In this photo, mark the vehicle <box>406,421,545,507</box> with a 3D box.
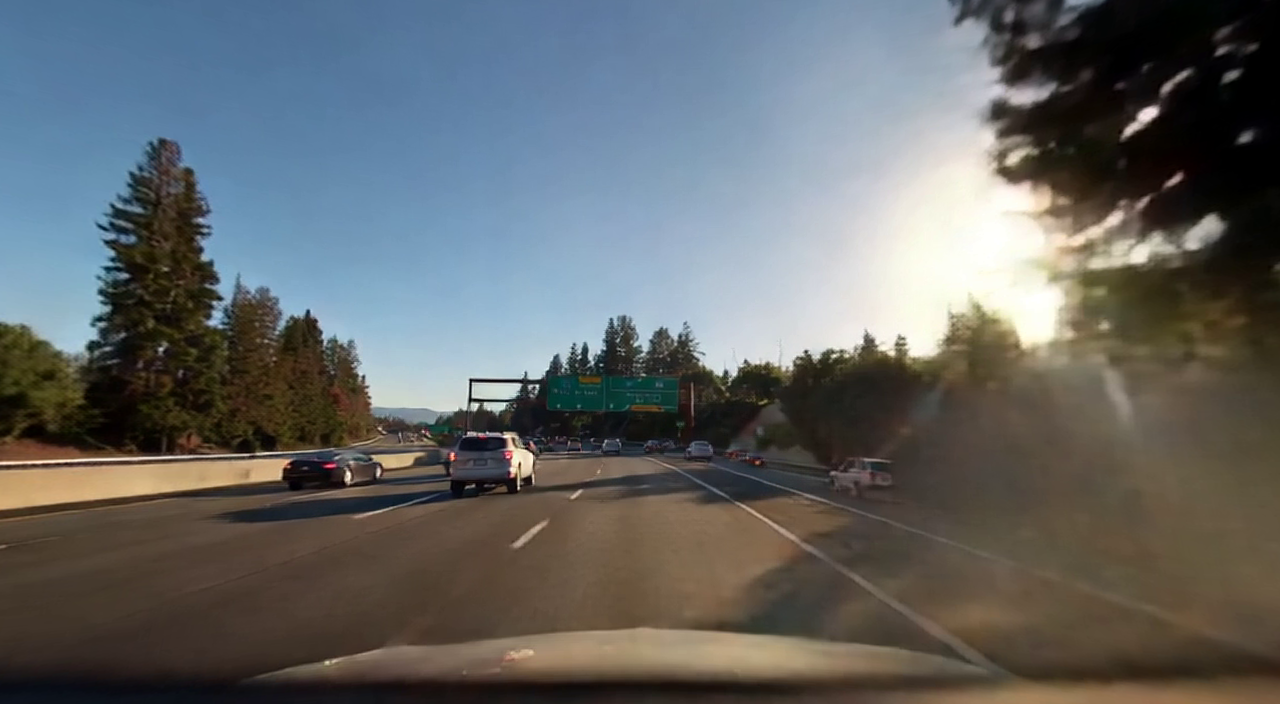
[{"bbox_3d":[-3.858,2.745,15.834,2.142,1.789,5.009,0,-9,0],"label":"vehicle"}]
